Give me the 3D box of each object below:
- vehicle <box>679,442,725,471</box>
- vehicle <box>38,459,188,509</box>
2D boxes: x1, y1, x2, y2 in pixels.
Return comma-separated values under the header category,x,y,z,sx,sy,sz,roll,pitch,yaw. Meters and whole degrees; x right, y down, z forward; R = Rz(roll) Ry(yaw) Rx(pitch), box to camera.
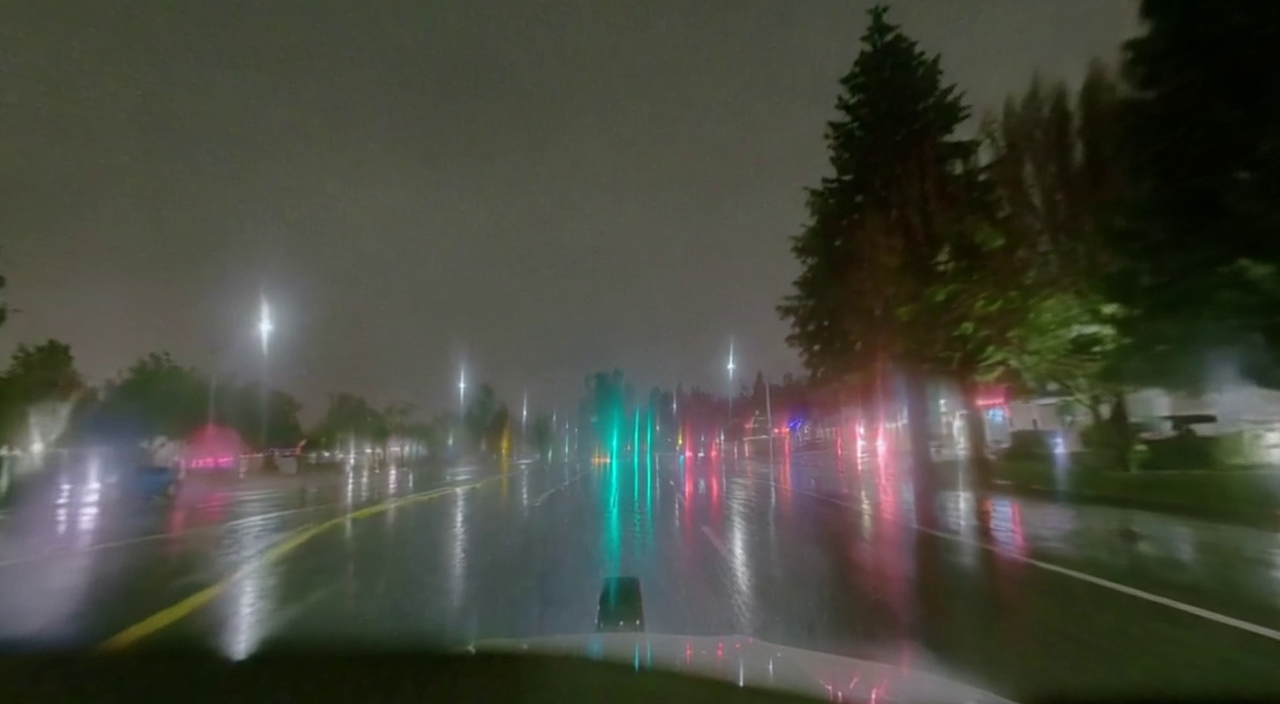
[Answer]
category,x,y,z,sx,sy,sz,roll,pitch,yaw
vehicle,3.159,5.454,33.200,1.929,1.411,4.284,0,-8,-1
vehicle,-19.677,4.906,23.884,1.949,1.610,4.279,0,-8,0
